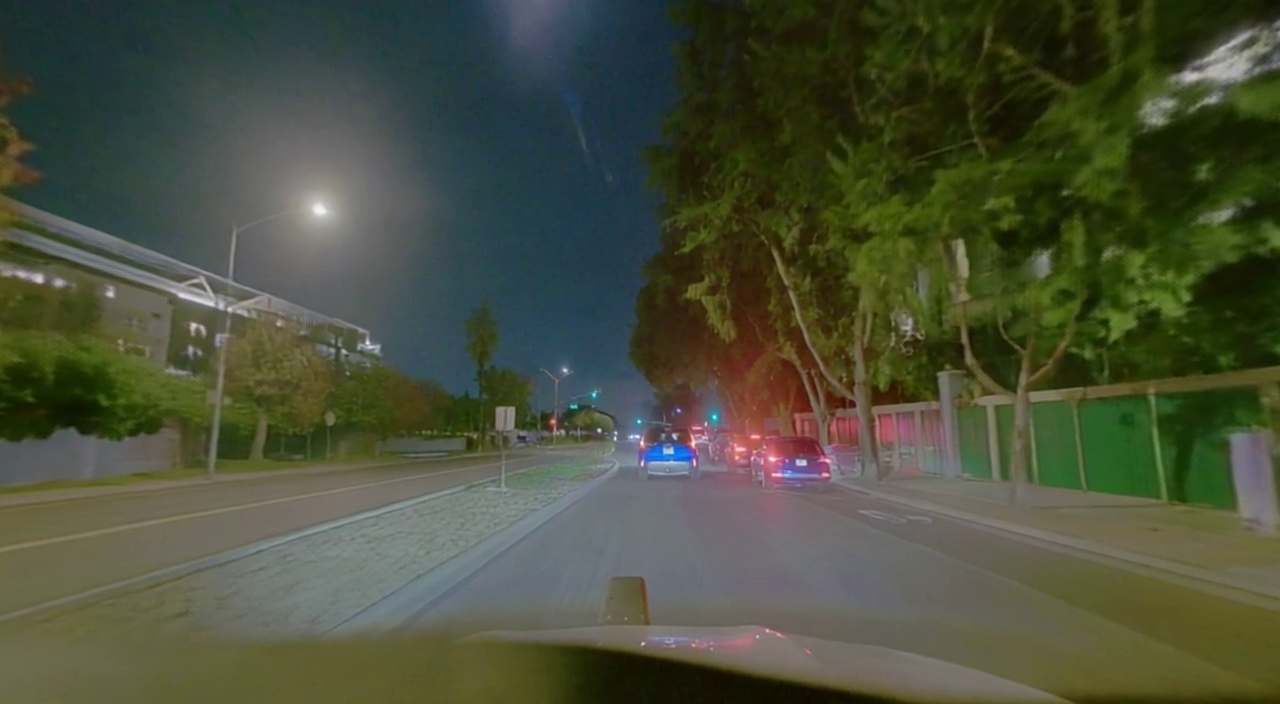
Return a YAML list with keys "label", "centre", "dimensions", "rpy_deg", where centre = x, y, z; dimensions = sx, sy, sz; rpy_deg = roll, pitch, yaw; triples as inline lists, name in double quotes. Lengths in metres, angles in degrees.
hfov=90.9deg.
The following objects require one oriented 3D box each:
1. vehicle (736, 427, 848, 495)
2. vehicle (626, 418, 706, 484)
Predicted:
- label: "vehicle"
  centre: [4.236, 3.132, 18.436]
  dimensions: [2.138, 1.699, 4.852]
  rpy_deg: [0, -8, 1]
- label: "vehicle"
  centre: [0.873, 3.284, 21.014]
  dimensions: [2.386, 1.947, 4.168]
  rpy_deg: [-1, -8, 3]
